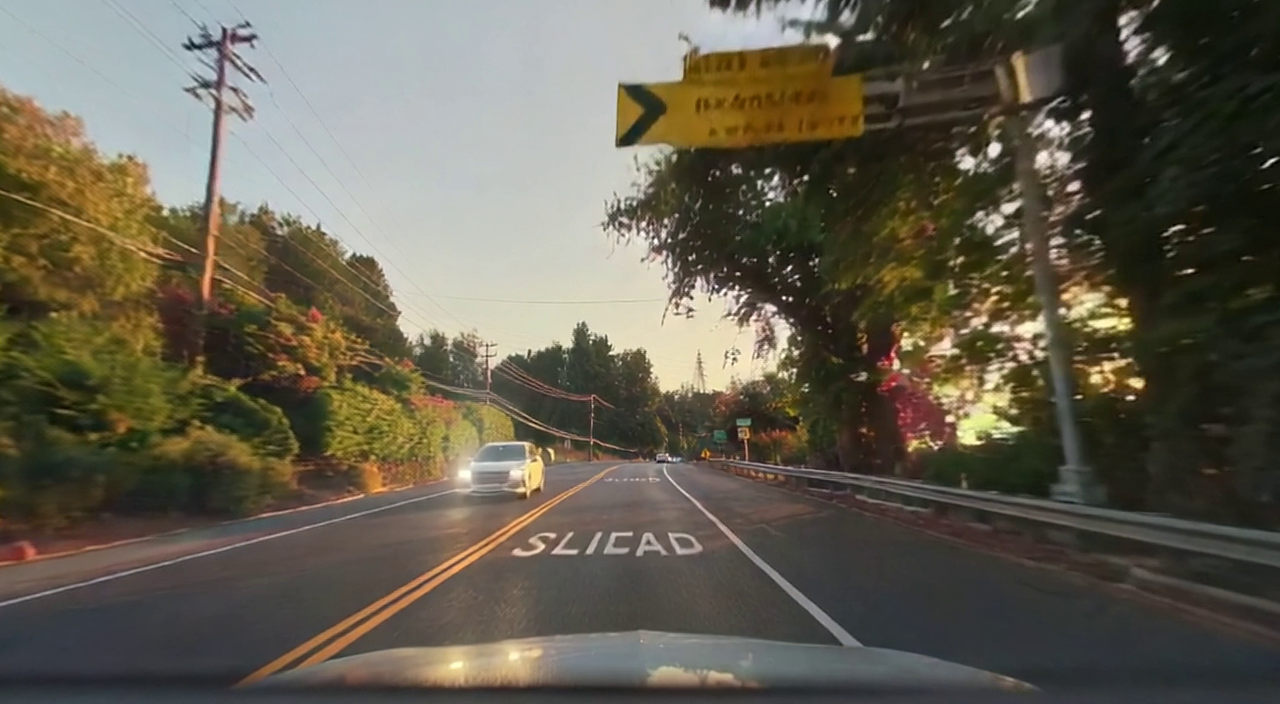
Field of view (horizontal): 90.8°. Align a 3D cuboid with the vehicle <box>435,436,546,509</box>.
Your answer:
[{"bbox_3d":[-3.999,3.294,17.711,2.018,1.702,4.423,-2,-9,0],"label":"vehicle"}]
